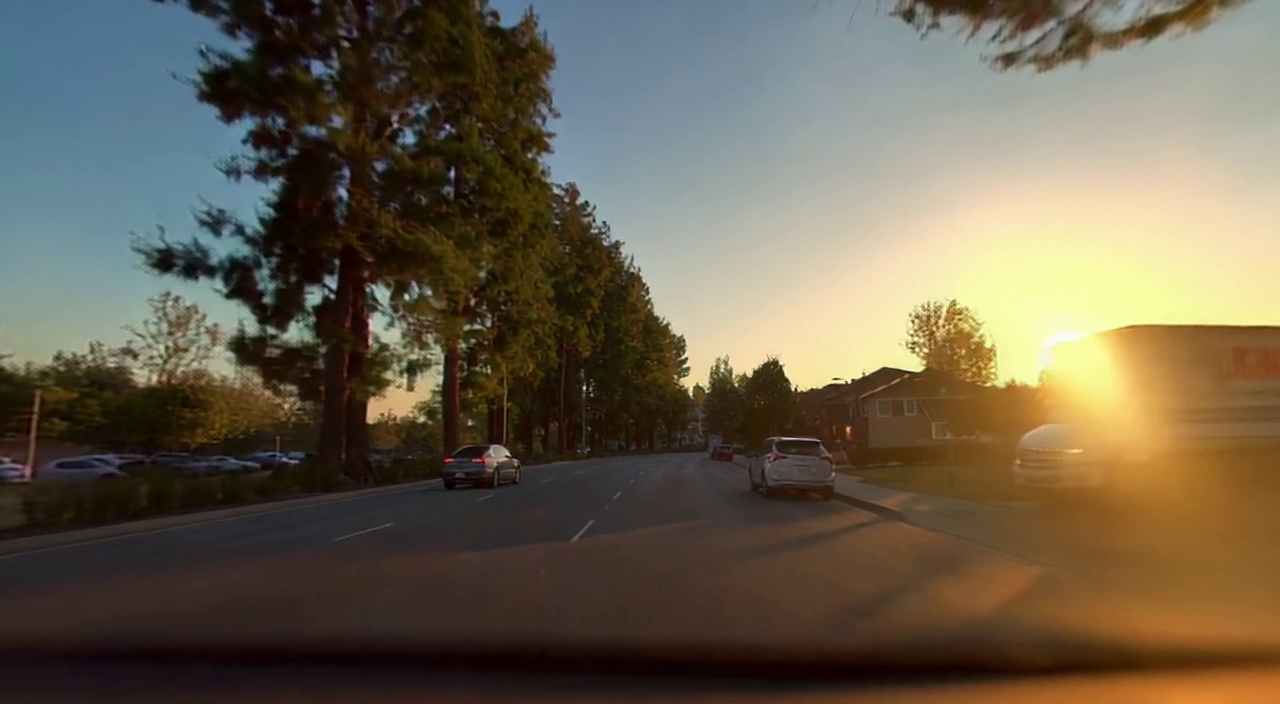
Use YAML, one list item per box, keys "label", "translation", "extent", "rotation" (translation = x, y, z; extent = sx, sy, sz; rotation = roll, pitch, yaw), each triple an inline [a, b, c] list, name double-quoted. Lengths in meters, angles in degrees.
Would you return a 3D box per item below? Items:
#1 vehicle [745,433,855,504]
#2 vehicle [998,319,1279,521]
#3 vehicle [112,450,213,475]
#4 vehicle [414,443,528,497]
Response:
- label: "vehicle"
  translation: [4.266, 3.176, 17.684]
  extent: [2.064, 1.697, 4.718]
  rotation: [0, -9, 3]
- label: "vehicle"
  translation: [11.469, 1.293, 12.386]
  extent: [7.138, 3.310, 2.943]
  rotation: [0, -9, -10]
- label: "vehicle"
  translation: [-29.552, 6.860, 39.153]
  extent: [4.481, 1.441, 1.960]
  rotation: [2, -9, -9]
- label: "vehicle"
  translation: [-5.140, 3.640, 19.938]
  extent: [2.060, 1.473, 4.645]
  rotation: [0, -9, 3]
